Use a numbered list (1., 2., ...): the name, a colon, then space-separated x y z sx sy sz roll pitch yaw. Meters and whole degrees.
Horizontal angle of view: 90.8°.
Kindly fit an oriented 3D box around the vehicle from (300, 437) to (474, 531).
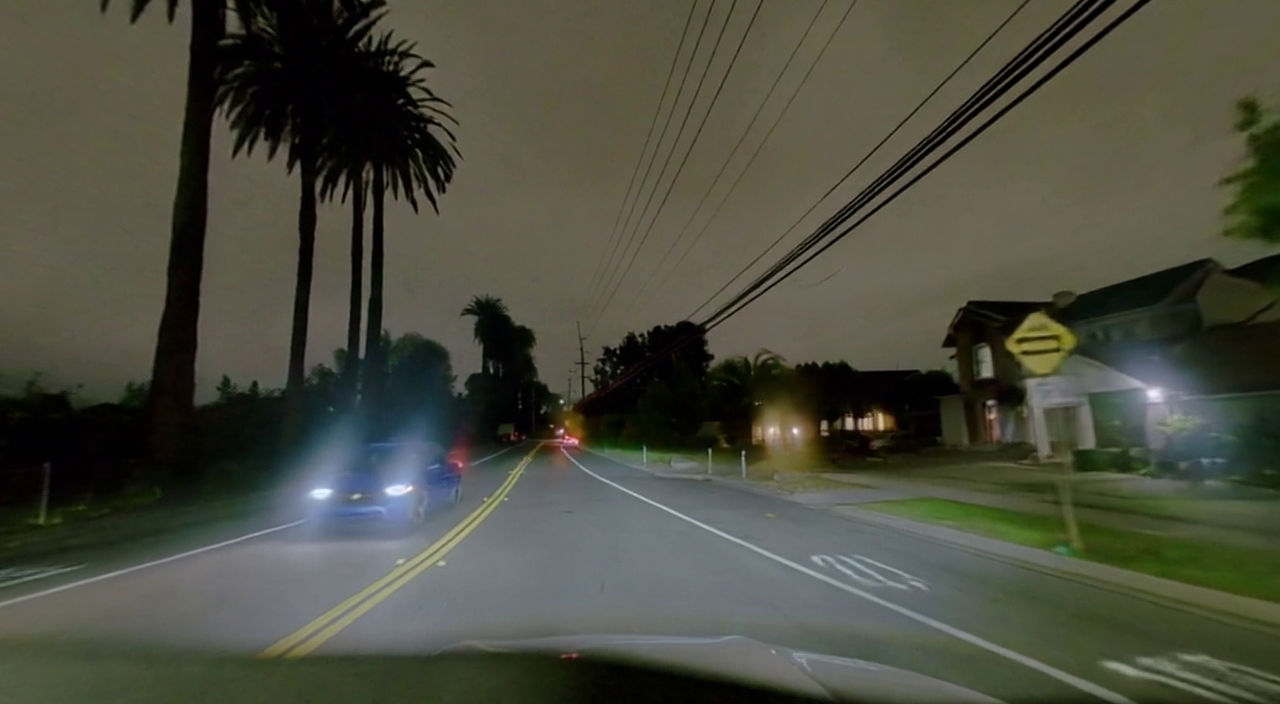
1. vehicle: -4.759 2.505 12.713 2.061 1.510 4.457 1 -8 -6
